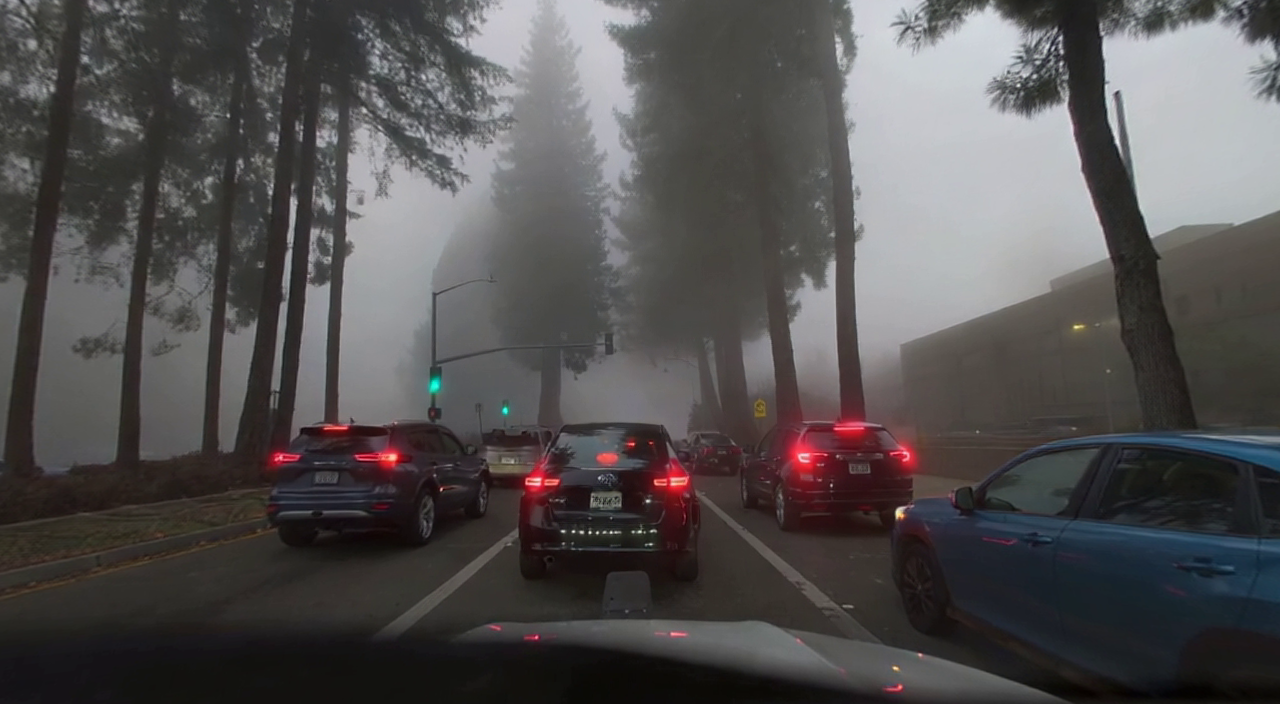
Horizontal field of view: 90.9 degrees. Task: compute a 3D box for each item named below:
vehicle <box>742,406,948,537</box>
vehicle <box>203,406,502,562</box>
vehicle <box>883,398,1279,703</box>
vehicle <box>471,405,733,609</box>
[{"bbox_3d":[3.345,2.083,11.530,2.117,1.879,4.715,0,-8,-1],"label":"vehicle"},{"bbox_3d":[-3.748,1.830,9.507,2.141,1.718,4.809,0,-8,1],"label":"vehicle"},{"bbox_3d":[3.248,1.075,3.399,2.045,1.459,4.462,0,-8,-1],"label":"vehicle"},{"bbox_3d":[-0.353,1.586,7.412,2.114,1.631,4.459,0,-8,-1],"label":"vehicle"}]
